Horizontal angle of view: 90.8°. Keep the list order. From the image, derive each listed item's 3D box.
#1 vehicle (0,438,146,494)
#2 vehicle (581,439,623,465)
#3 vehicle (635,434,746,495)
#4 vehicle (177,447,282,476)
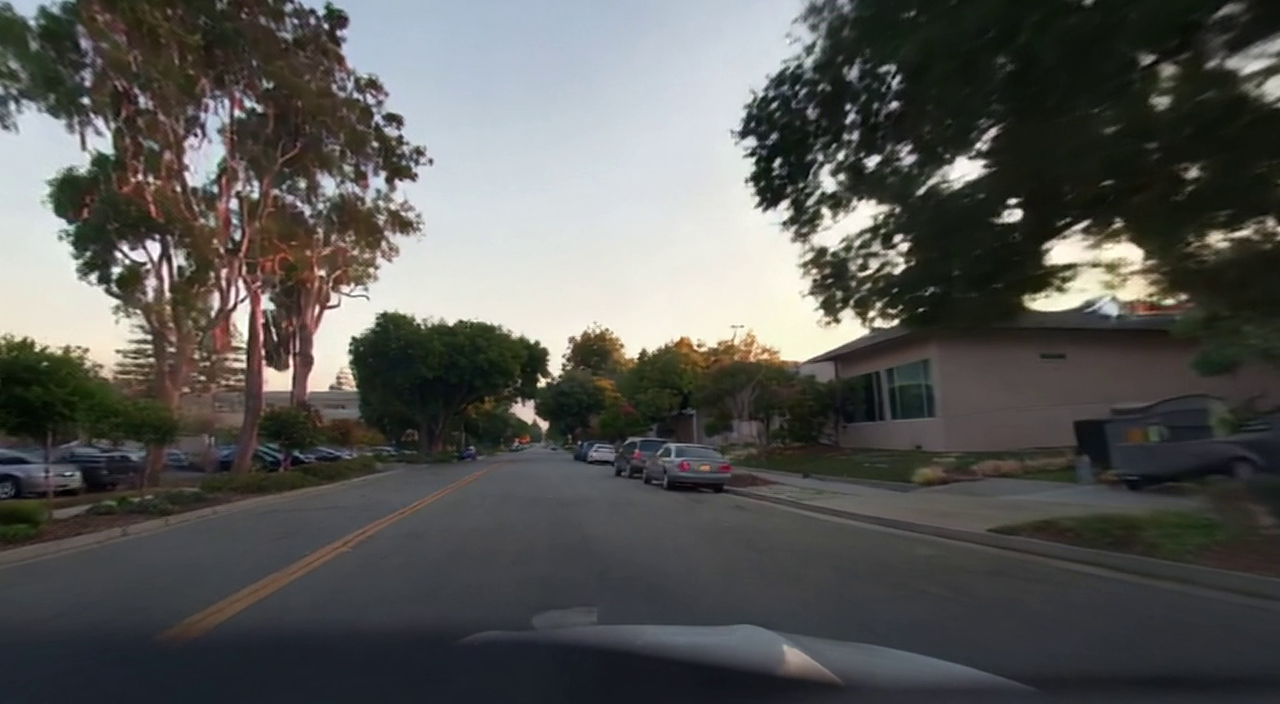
[{"bbox_3d":[-18.869,3.627,20.314,4.444,1.647,2.117,-2,-8,10],"label":"vehicle"},{"bbox_3d":[-2.508,6.319,40.044,1.952,1.538,5.215,1,-8,-11],"label":"vehicle"},{"bbox_3d":[1.295,3.262,18.737,1.933,1.528,5.006,1,-9,-12],"label":"vehicle"},{"bbox_3d":[-22.082,5.869,34.046,4.491,1.455,1.959,-2,-8,8],"label":"vehicle"}]
